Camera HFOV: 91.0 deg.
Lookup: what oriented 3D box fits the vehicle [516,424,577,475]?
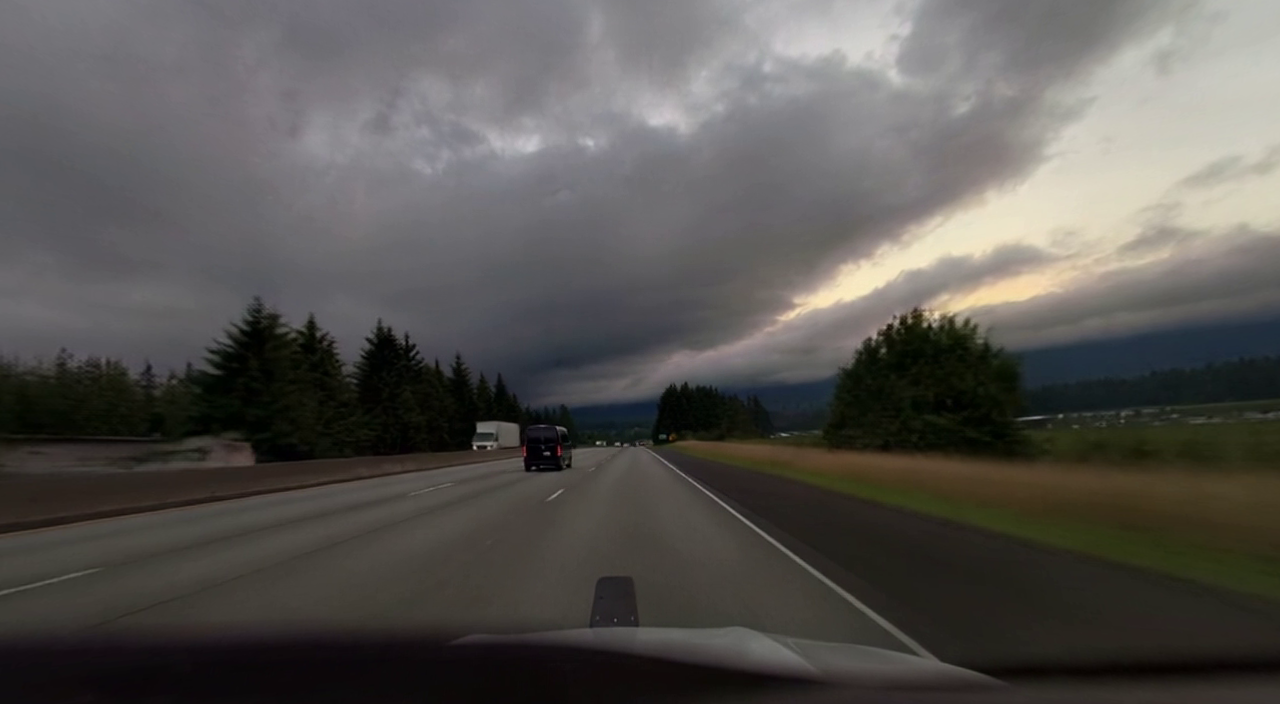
[{"bbox_3d":[-4.040,4.290,27.936,1.976,2.029,4.737,-1,-8,0],"label":"vehicle"}]
